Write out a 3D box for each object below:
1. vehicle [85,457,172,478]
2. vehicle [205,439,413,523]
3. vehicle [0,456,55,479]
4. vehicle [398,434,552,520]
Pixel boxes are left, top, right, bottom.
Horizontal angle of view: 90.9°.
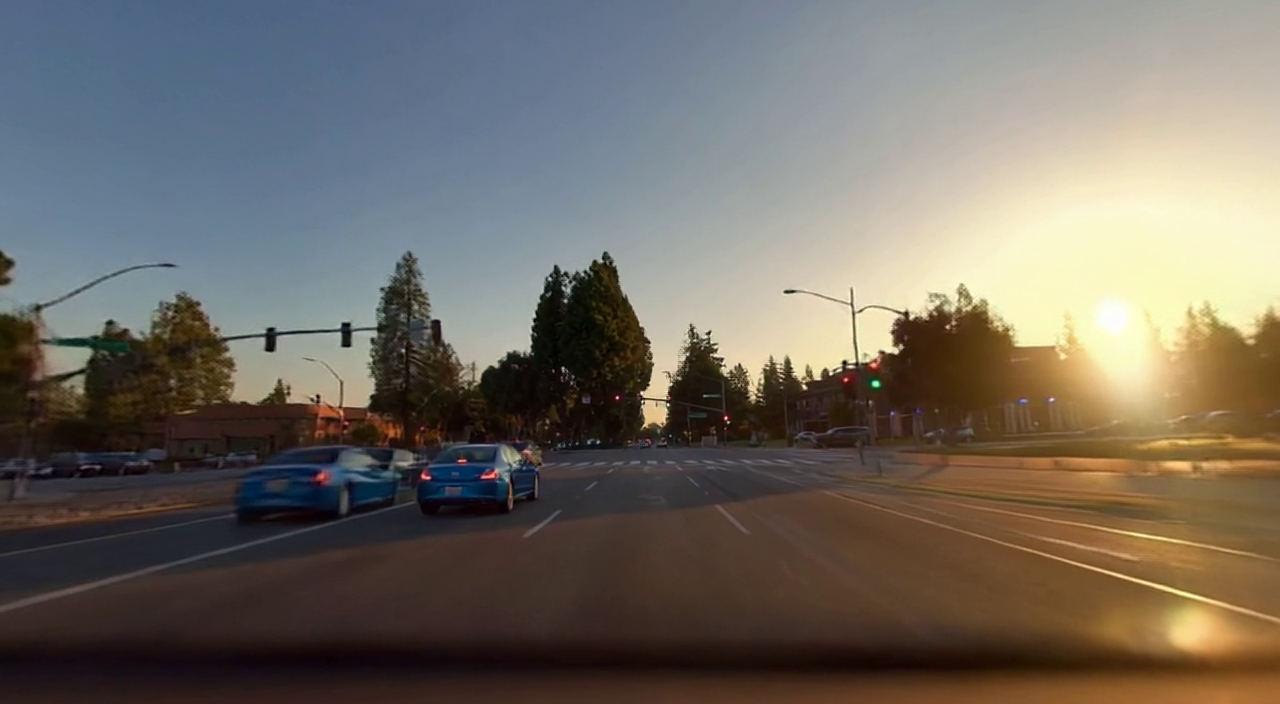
[{"bbox_3d":[-34.406,7.765,42.403,4.759,1.347,2.058,-3,-9,15],"label":"vehicle"},{"bbox_3d":[-6.700,2.640,13.493,2.006,1.461,4.476,0,-9,0],"label":"vehicle"},{"bbox_3d":[-47.473,8.741,47.850,4.329,1.668,1.799,-1,-9,2],"label":"vehicle"},{"bbox_3d":[-3.193,2.524,13.243,1.924,1.480,4.421,0,-9,2],"label":"vehicle"}]
